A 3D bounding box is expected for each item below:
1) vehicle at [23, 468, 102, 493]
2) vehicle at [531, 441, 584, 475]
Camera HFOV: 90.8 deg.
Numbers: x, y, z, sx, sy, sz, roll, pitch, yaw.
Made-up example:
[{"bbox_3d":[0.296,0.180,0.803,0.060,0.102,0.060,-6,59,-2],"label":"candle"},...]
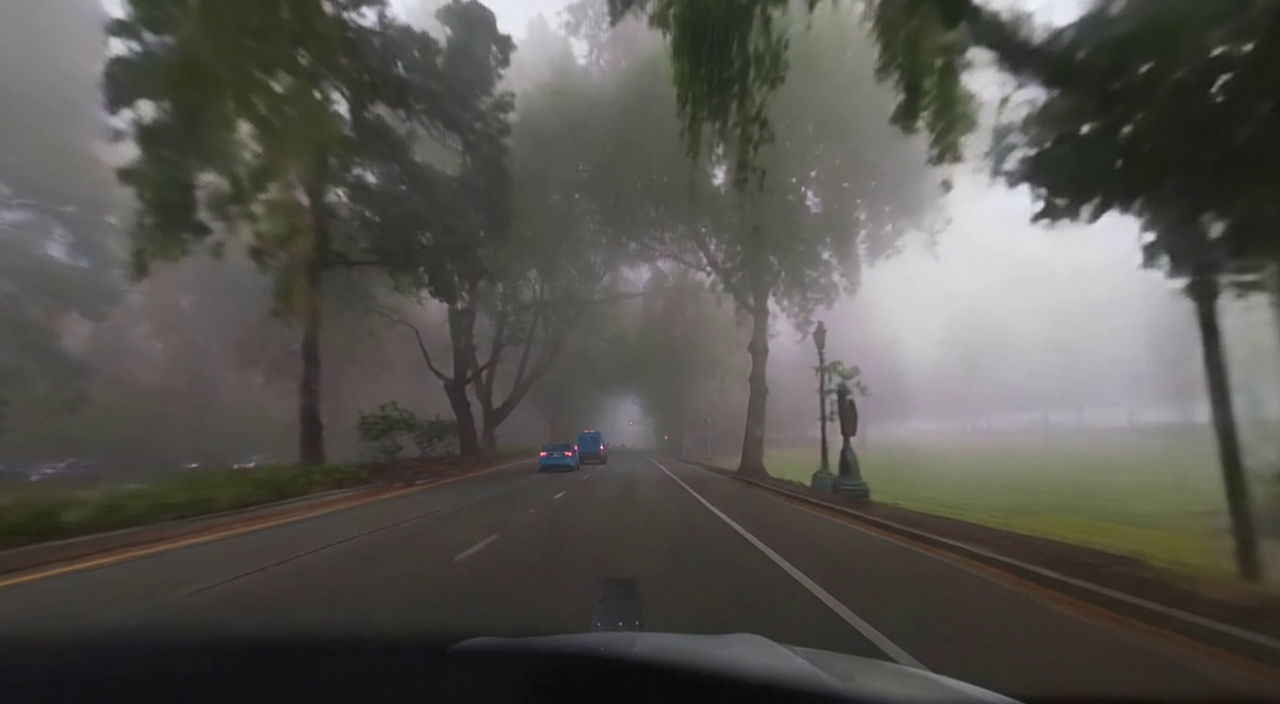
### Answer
[{"bbox_3d":[-36.679,8.140,40.262,1.567,1.379,3.614,3,-10,-1],"label":"vehicle"},{"bbox_3d":[-3.871,5.011,30.144,2.009,1.473,4.028,1,-8,-1],"label":"vehicle"}]
